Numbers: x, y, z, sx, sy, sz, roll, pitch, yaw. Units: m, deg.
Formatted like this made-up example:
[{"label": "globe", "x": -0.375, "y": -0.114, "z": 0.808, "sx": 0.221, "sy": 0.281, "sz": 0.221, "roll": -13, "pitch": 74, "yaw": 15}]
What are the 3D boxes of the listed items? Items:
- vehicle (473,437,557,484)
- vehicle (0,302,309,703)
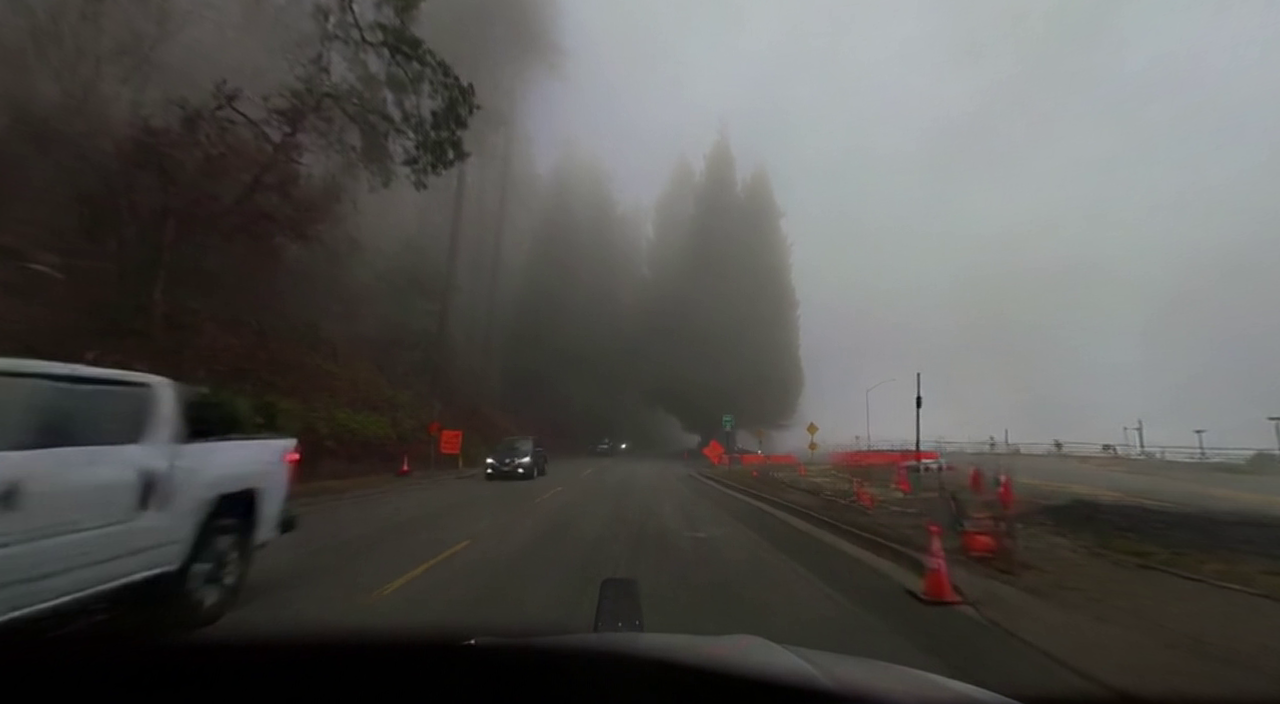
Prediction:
[{"label": "vehicle", "x": -4.272, "y": 3.776, "z": 22.288, "sx": 1.964, "sy": 1.481, "sz": 4.199, "roll": -1, "pitch": -8, "yaw": 2}, {"label": "vehicle", "x": -4.095, "y": 0.852, "z": 3.488, "sx": 2.064, "sy": 2.009, "sz": 4.512, "roll": -1, "pitch": -8, "yaw": 0}]
